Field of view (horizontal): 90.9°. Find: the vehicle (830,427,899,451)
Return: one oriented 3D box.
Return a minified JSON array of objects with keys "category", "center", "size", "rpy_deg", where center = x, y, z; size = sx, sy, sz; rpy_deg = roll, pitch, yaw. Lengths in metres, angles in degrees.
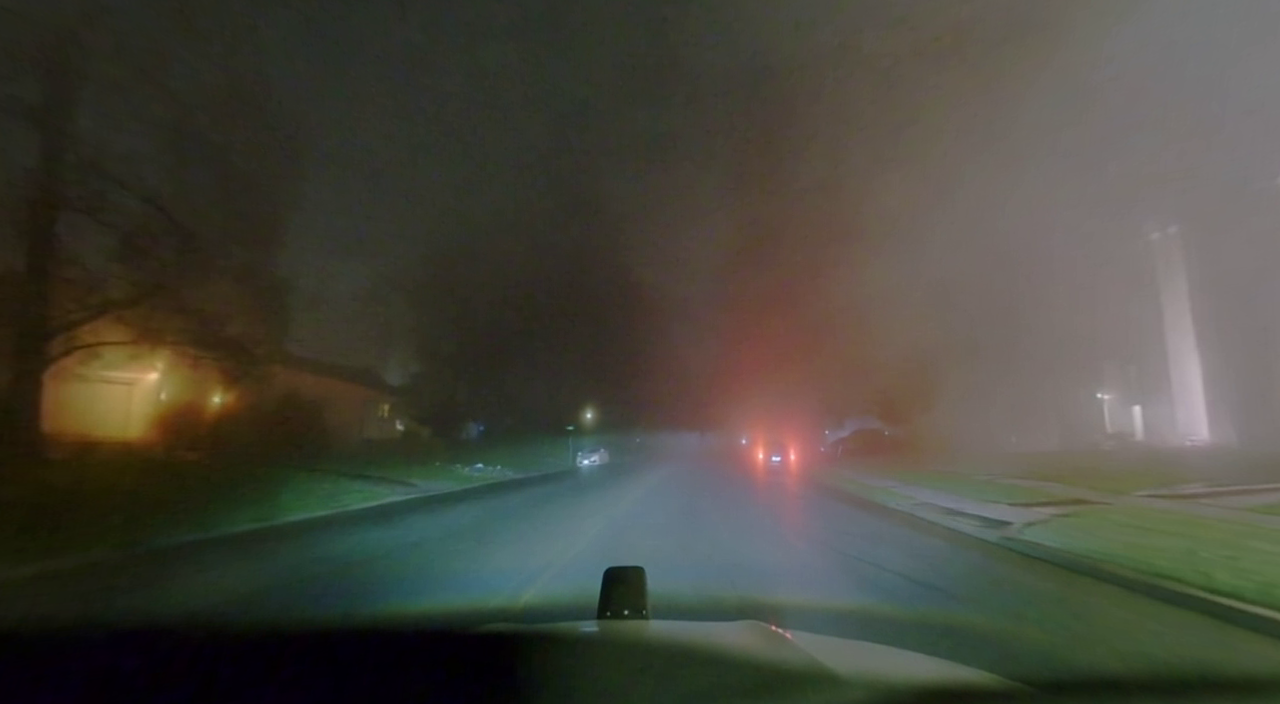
[{"category":"vehicle","center":[16.646,6.467,46.820],"size":[4.403,1.662,1.882],"rpy_deg":[0,-8,-1]}]

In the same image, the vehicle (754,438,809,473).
[{"category":"vehicle","center":[6.642,4.901,30.015],"size":[2.129,1.490,4.369],"rpy_deg":[-1,-9,7]}]
